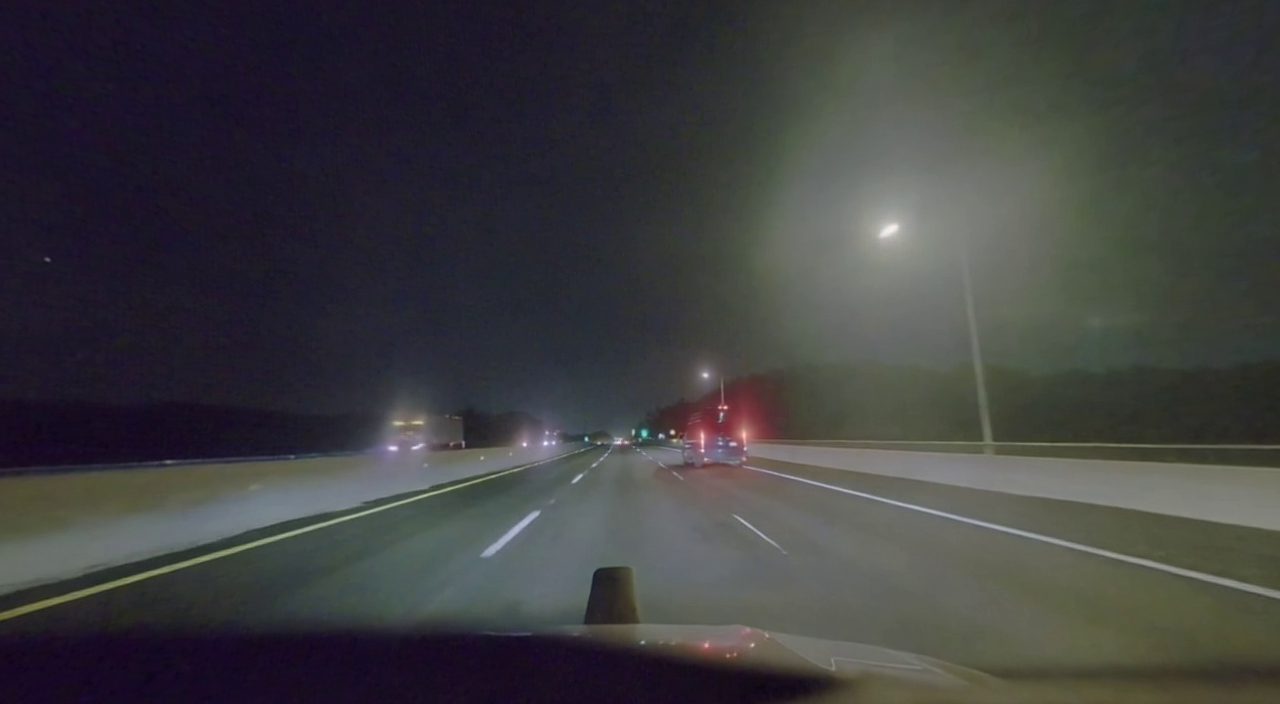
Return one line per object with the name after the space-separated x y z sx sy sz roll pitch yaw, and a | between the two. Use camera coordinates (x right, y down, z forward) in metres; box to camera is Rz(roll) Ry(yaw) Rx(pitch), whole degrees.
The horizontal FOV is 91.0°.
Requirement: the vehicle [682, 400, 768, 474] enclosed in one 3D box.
3.356 3.604 26.622 2.431 2.667 6.921 0 -8 -2 | vehicle
